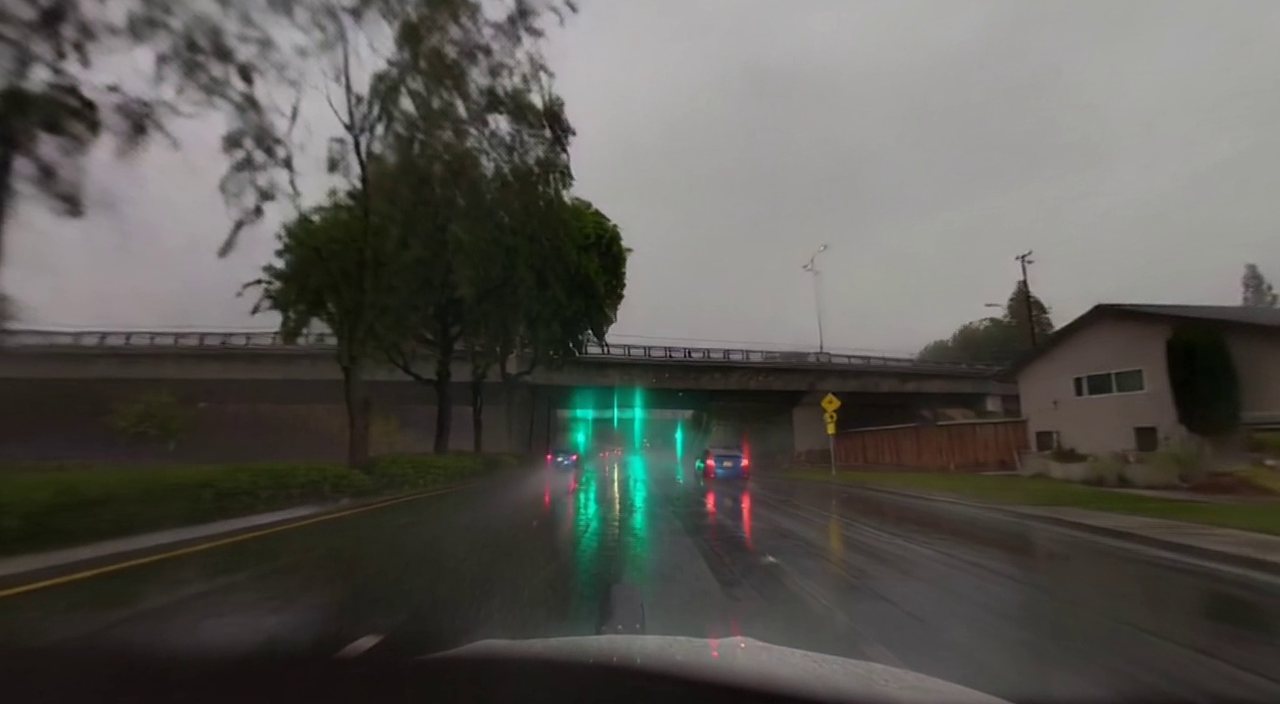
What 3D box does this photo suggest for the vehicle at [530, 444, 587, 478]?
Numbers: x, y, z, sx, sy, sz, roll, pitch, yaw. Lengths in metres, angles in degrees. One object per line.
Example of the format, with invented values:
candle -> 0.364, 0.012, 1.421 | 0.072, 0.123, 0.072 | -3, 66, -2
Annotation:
vehicle -> -3.750, 5.110, 29.963 | 2.060, 1.484, 4.417 | 0, -8, 1

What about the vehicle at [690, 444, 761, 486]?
vehicle -> 3.196, 4.326, 24.567 | 2.068, 1.497, 4.247 | 0, -8, -1
